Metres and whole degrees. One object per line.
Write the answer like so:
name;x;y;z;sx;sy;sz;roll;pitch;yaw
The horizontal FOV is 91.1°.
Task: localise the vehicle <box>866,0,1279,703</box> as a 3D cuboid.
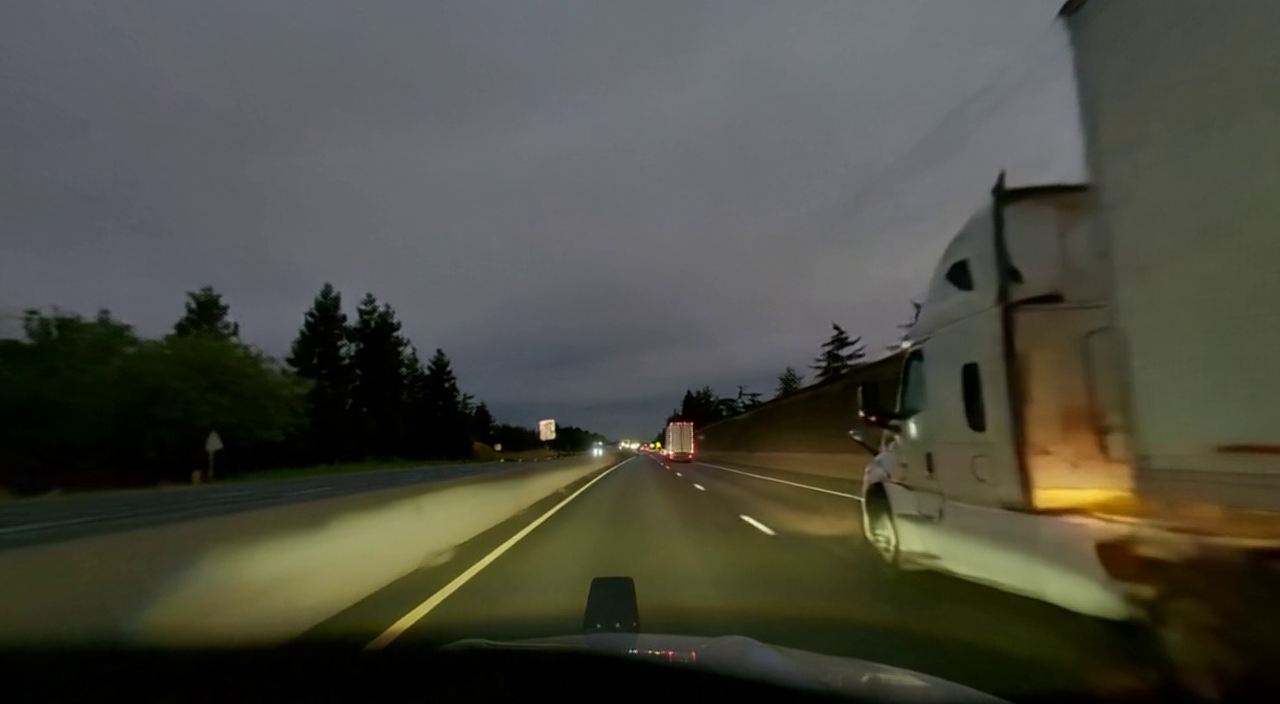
vehicle;4.054;-0.045;3.614;2.989;3.896;6.129;0;-9;-1
